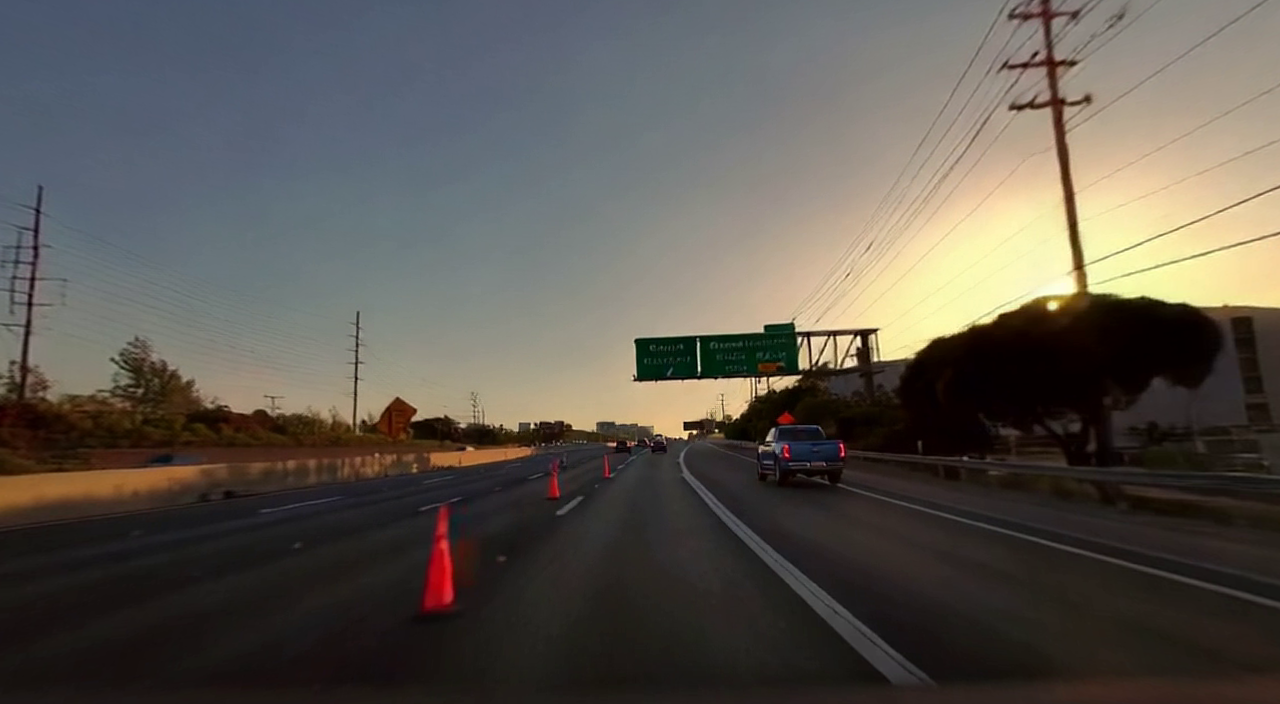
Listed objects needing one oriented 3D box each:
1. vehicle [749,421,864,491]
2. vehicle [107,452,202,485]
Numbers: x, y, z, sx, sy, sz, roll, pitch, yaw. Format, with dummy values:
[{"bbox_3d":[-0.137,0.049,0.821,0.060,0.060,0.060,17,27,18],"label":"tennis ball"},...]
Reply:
[{"bbox_3d":[4.887,3.146,19.450,2.186,1.840,5.289,0,-8,1],"label":"vehicle"},{"bbox_3d":[-27.182,6.520,35.493,1.868,1.682,4.276,0,-8,1],"label":"vehicle"}]
